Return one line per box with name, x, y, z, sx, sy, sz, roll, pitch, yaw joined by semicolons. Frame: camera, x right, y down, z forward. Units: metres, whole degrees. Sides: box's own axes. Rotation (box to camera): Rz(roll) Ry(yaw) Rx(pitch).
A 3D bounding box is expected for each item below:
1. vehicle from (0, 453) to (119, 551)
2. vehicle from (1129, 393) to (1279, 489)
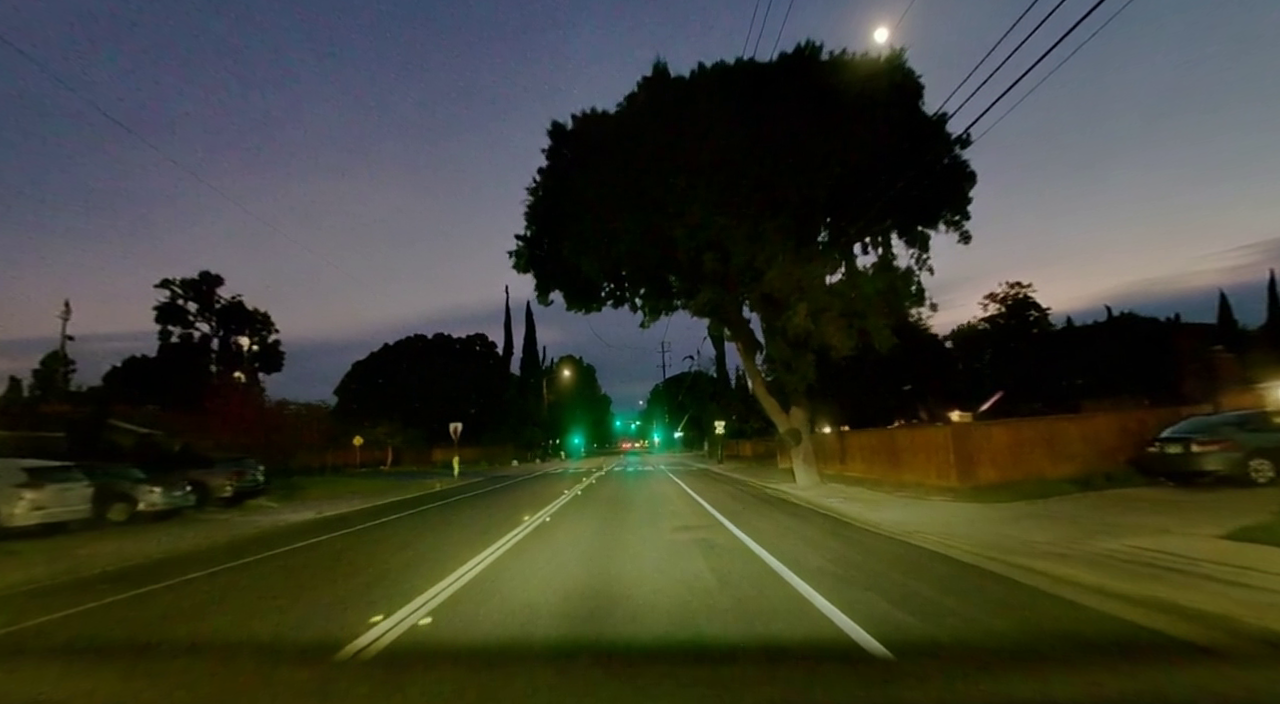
vehicle;-12.271;2.612;11.352;3.927;1.560;2.049;0;-8;-1
vehicle;13.129;1.852;13.125;4.653;1.775;1.906;1;-9;-10
